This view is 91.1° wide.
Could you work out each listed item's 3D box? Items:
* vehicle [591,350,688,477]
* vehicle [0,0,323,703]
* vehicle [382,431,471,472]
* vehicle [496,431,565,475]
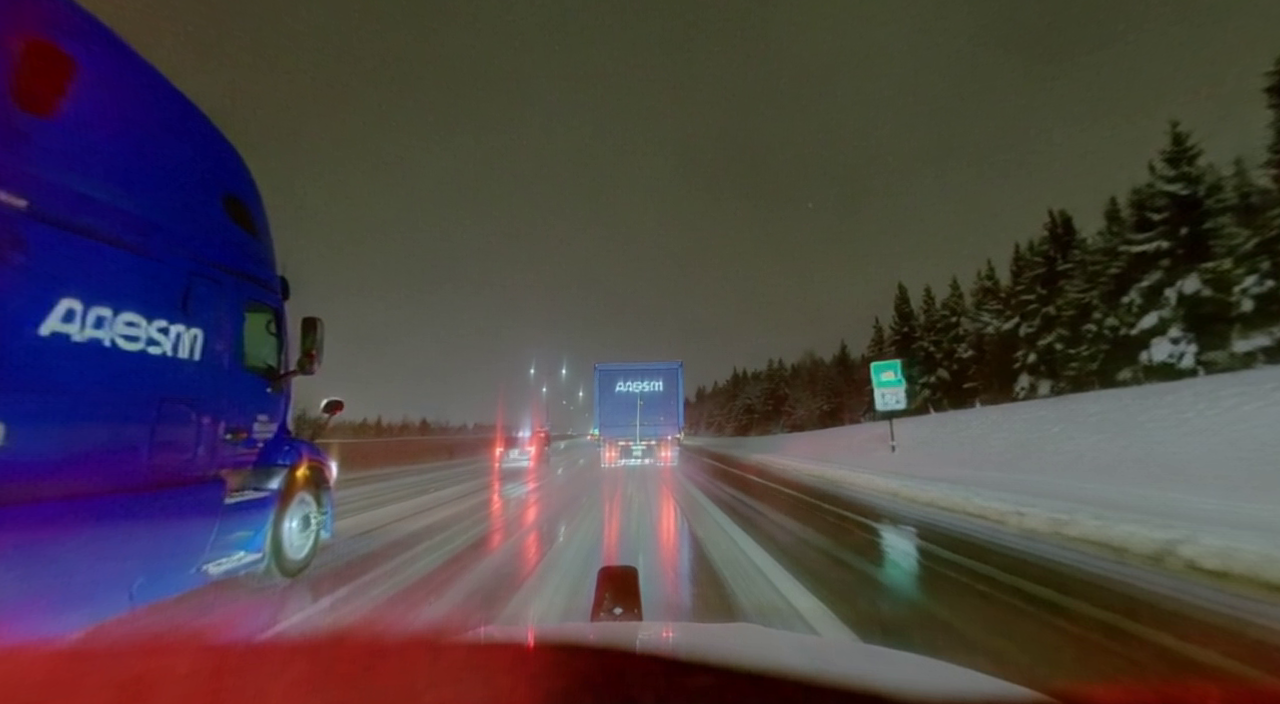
[{"bbox_3d":[-0.222,2.692,25.824,3.118,4.106,10.719,0,-8,-2],"label":"vehicle"},{"bbox_3d":[-4.303,-0.284,2.581,3.007,4.031,6.044,0,-7,-3],"label":"vehicle"},{"bbox_3d":[-8.436,3.953,25.339,1.976,1.510,4.604,0,-8,0],"label":"vehicle"},{"bbox_3d":[-4.018,3.742,23.653,1.933,1.492,3.838,0,-8,0],"label":"vehicle"}]
